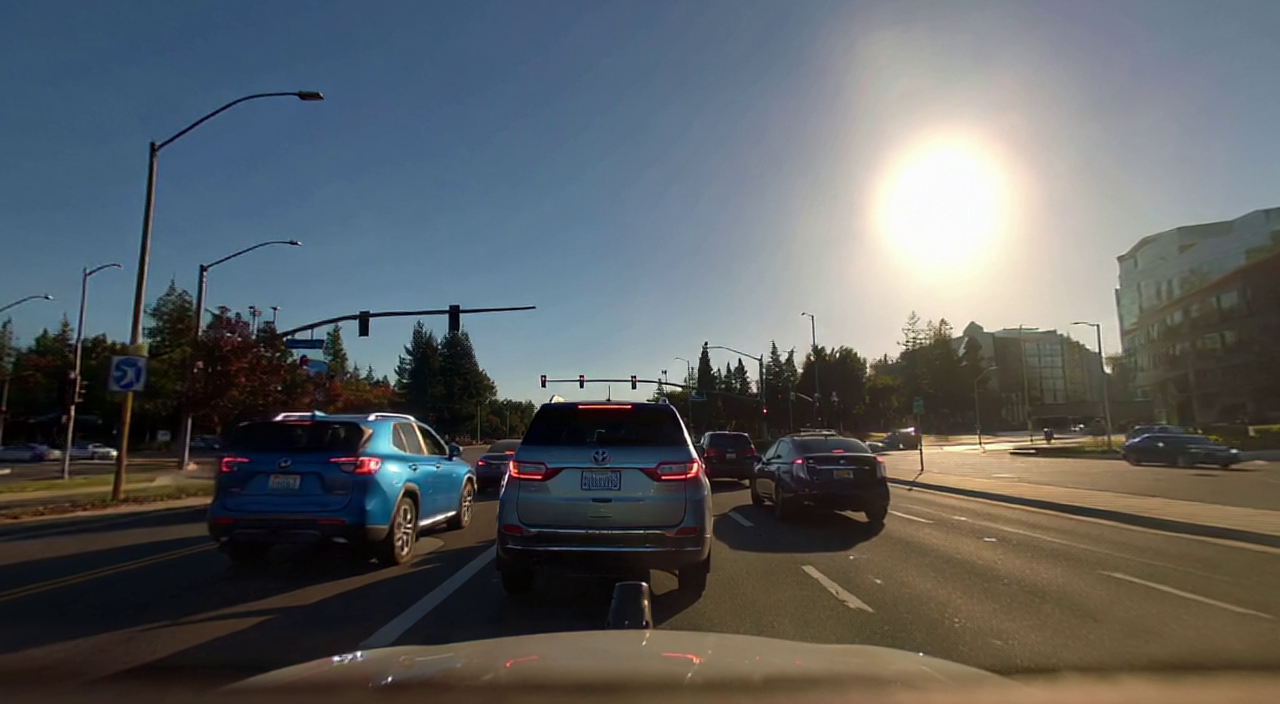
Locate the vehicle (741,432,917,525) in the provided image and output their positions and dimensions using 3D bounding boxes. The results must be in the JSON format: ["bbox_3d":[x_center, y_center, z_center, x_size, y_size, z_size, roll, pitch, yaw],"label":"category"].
[{"bbox_3d":[3.399,2.364,12.345,2.121,1.494,4.208,0,-8,0],"label":"vehicle"}]

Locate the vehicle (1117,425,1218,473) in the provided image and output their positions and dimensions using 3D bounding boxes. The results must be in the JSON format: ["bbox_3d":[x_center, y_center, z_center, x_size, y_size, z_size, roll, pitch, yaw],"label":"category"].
[{"bbox_3d":[19.284,3.519,22.979,4.215,1.578,1.892,7,-11,-39],"label":"vehicle"}]

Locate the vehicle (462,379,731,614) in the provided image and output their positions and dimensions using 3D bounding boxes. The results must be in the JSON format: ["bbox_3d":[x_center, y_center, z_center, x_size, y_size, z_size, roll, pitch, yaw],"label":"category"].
[{"bbox_3d":[-0.344,1.436,7.109,2.064,1.817,4.298,0,-8,0],"label":"vehicle"}]

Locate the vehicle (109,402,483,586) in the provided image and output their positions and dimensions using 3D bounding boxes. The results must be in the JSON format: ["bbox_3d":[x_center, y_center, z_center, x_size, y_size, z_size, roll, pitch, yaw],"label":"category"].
[{"bbox_3d":[-3.713,1.630,8.097,2.160,1.666,4.583,0,-8,1],"label":"vehicle"}]
